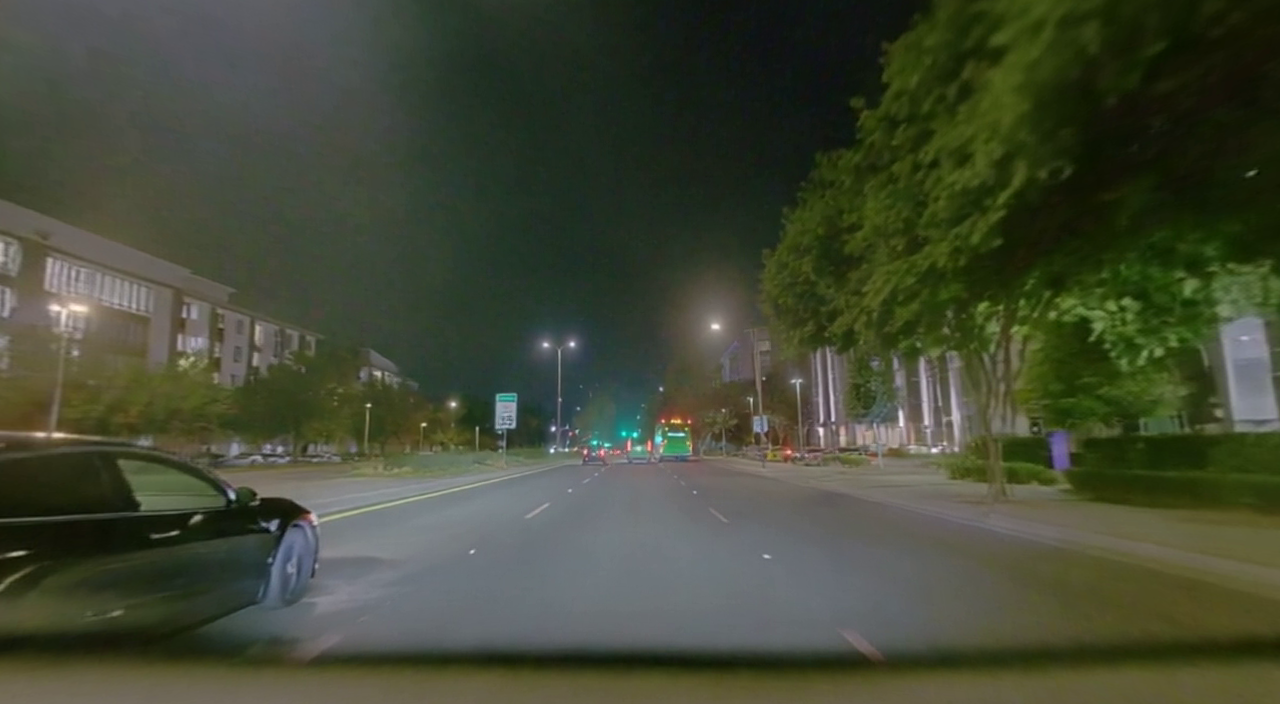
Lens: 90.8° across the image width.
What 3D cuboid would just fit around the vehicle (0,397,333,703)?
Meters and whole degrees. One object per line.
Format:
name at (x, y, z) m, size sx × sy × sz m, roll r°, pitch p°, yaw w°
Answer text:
vehicle at (-3.693, 0.995, 3.024) m, size 2.120 × 1.481 × 4.535 m, roll 0°, pitch -9°, yaw 1°

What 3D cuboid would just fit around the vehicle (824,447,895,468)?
vehicle at (16.674, 8.028, 48.097) m, size 4.682 × 1.507 × 1.878 m, roll 0°, pitch -9°, yaw 0°

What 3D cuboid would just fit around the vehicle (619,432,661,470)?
vehicle at (0.032, 5.957, 38.093) m, size 2.336 × 2.122 × 5.207 m, roll 0°, pitch -9°, yaw 1°
